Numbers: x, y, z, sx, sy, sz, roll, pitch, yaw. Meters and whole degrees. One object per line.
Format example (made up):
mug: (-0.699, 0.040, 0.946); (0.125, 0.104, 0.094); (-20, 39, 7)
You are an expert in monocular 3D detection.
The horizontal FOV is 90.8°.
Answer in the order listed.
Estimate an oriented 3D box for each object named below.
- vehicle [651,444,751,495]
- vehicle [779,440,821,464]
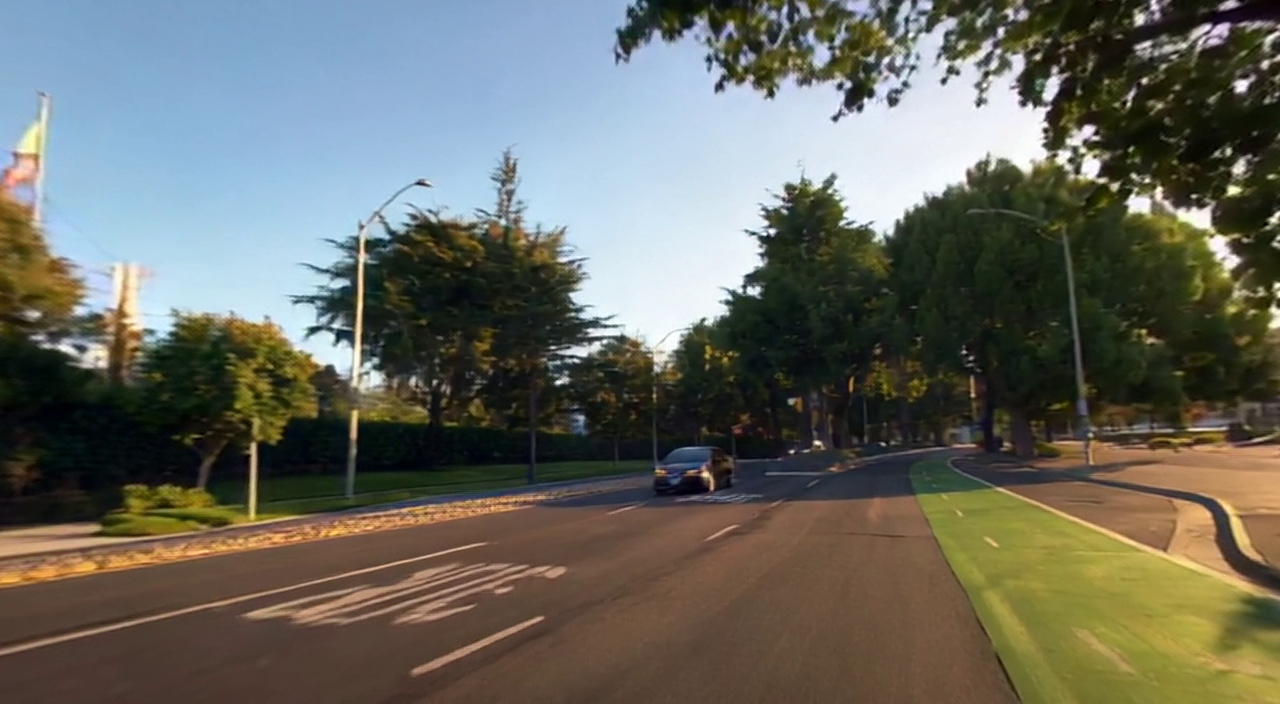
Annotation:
vehicle: (2.128, 3.760, 20.716); (2.071, 1.456, 4.663); (-3, -9, 21)
vehicle: (12.478, 7.767, 49.100); (2.065, 1.744, 4.566); (-5, -10, 27)
